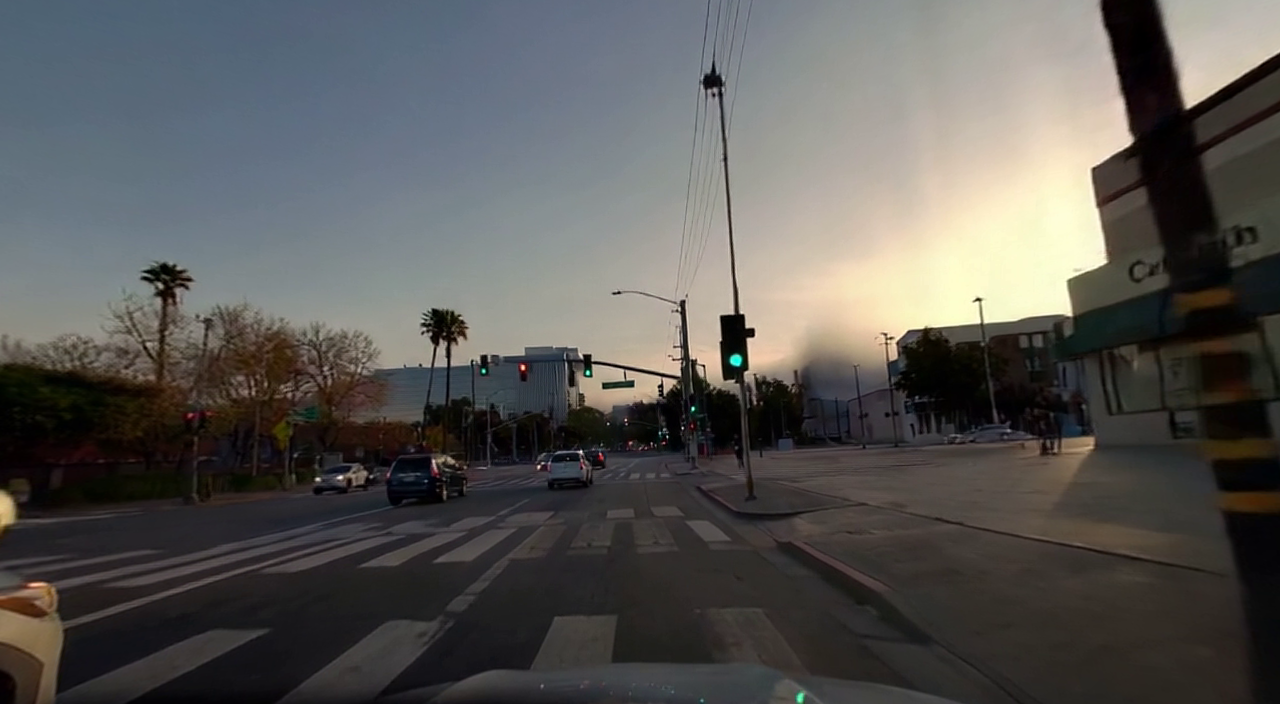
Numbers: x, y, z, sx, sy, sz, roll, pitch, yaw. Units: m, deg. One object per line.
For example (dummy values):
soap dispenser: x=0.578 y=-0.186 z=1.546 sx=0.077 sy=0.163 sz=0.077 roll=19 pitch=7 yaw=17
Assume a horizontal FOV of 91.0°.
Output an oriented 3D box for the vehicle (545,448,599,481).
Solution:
vehicle: x=-3.244 y=5.497 z=31.102 sx=2.147 sy=1.472 sz=4.406 roll=0 pitch=-9 yaw=0

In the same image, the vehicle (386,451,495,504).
vehicle: x=-6.316 y=4.000 z=20.539 sx=1.960 sy=1.479 sz=4.654 roll=0 pitch=-9 yaw=1

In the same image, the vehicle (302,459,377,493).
vehicle: x=-15.513 y=6.398 z=32.759 sx=1.955 sy=1.500 sz=4.458 roll=1 pitch=-9 yaw=-4
